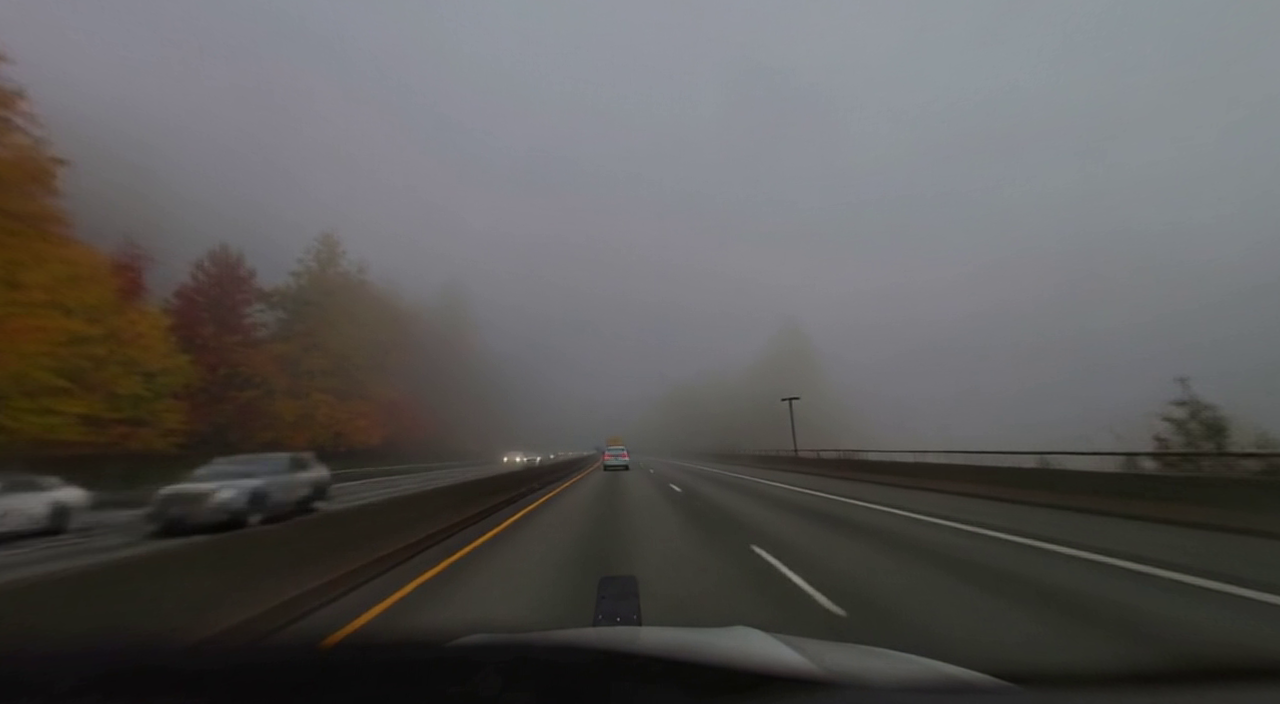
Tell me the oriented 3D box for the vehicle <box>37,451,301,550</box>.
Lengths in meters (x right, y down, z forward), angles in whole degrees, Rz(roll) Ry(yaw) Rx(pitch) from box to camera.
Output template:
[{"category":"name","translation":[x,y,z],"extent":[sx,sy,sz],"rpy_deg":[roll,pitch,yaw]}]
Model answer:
[{"category":"vehicle","translation":[-9.251,2.889,12.949],"extent":[2.076,1.635,4.399],"rpy_deg":[0,-9,-2]}]

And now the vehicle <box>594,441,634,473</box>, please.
[{"category":"vehicle","translation":[-1.498,6.032,36.218],"extent":[2.168,1.705,4.272],"rpy_deg":[0,-9,-2]}]
